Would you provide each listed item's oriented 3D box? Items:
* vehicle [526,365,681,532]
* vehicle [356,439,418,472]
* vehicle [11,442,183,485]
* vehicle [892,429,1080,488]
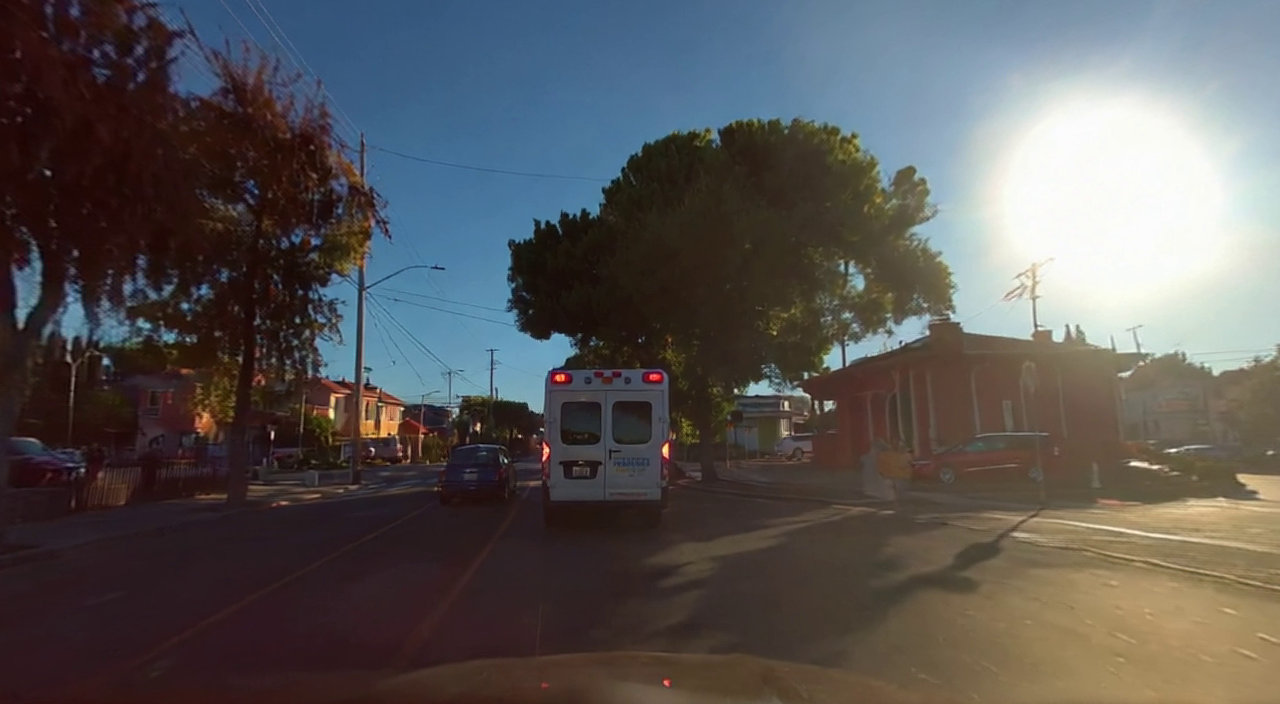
[{"bbox_3d":[-0.618,1.919,12.845,2.444,2.640,5.482,0,-8,-1],"label":"vehicle"},{"bbox_3d":[-14.877,6.010,36.944,2.290,1.776,4.947,5,-10,-33],"label":"vehicle"},{"bbox_3d":[-19.860,4.061,23.272,4.412,1.468,1.914,0,-8,-4],"label":"vehicle"},{"bbox_3d":[12.125,3.784,22.574,5.270,1.966,2.329,-2,-9,9],"label":"vehicle"}]
